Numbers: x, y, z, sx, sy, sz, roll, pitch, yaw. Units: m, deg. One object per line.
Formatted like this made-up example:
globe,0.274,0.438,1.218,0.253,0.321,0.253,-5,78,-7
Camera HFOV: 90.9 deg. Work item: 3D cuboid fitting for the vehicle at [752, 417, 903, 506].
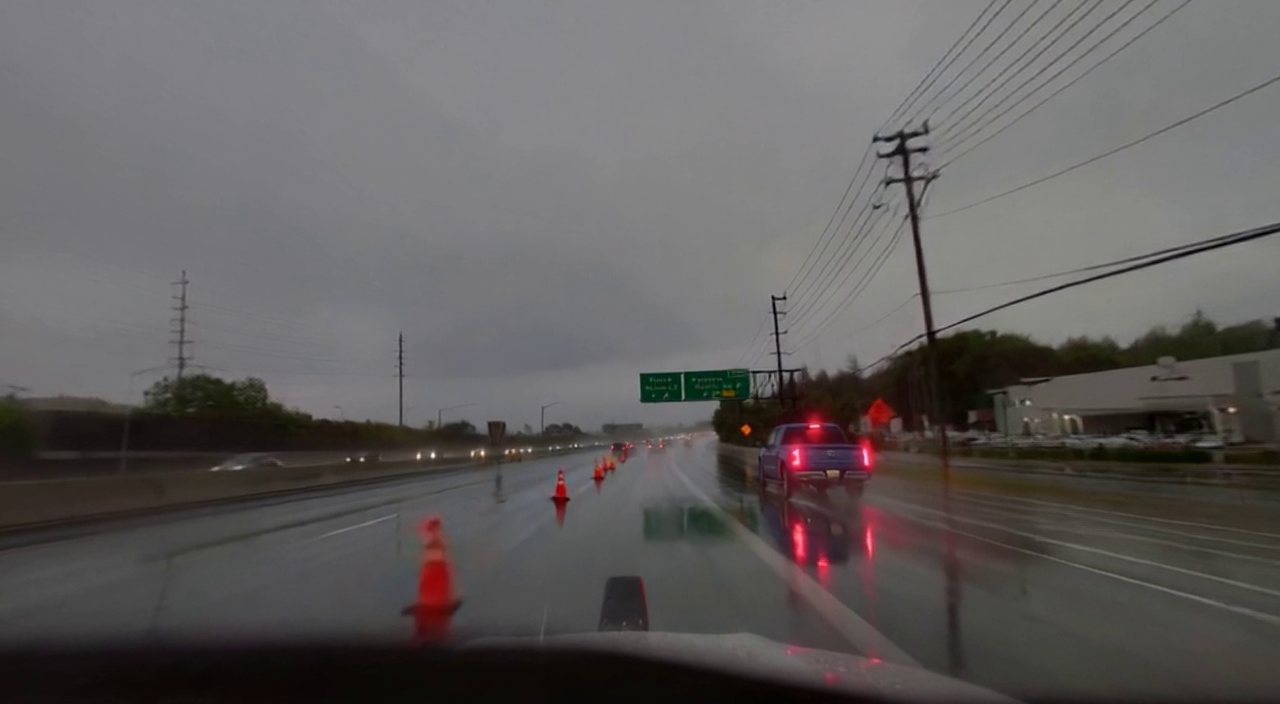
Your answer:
vehicle,4.399,2.686,15.920,2.186,1.840,5.289,0,-8,0

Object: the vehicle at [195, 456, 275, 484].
vehicle,-24.547,7.178,38.483,1.884,1.494,4.524,0,-8,0
